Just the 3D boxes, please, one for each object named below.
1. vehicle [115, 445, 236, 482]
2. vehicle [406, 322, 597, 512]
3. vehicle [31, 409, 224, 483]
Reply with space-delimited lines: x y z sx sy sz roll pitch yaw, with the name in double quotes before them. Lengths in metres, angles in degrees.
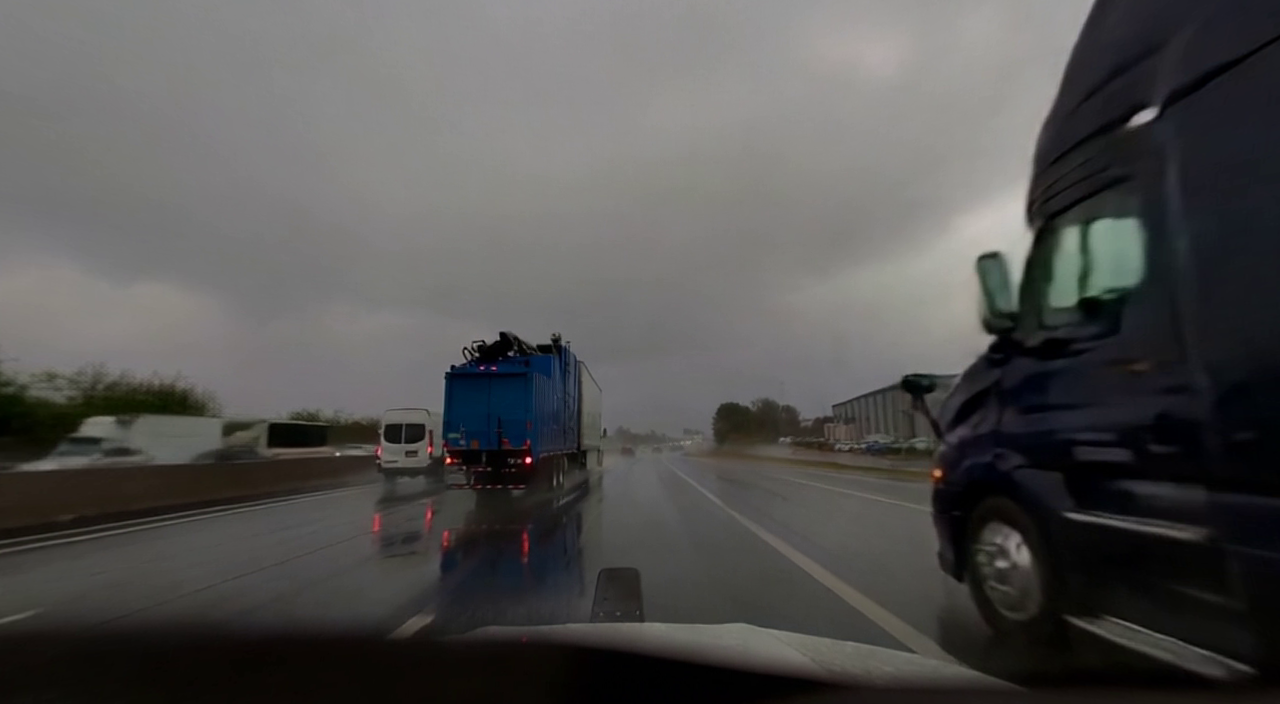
"vehicle" -27.314 6.548 37.554 2.465 2.000 6.296 0 -9 0
"vehicle" -3.547 2.630 21.917 2.939 4.132 16.303 -1 -9 0
"vehicle" -30.713 5.789 38.826 2.999 3.908 10.302 0 -9 1
